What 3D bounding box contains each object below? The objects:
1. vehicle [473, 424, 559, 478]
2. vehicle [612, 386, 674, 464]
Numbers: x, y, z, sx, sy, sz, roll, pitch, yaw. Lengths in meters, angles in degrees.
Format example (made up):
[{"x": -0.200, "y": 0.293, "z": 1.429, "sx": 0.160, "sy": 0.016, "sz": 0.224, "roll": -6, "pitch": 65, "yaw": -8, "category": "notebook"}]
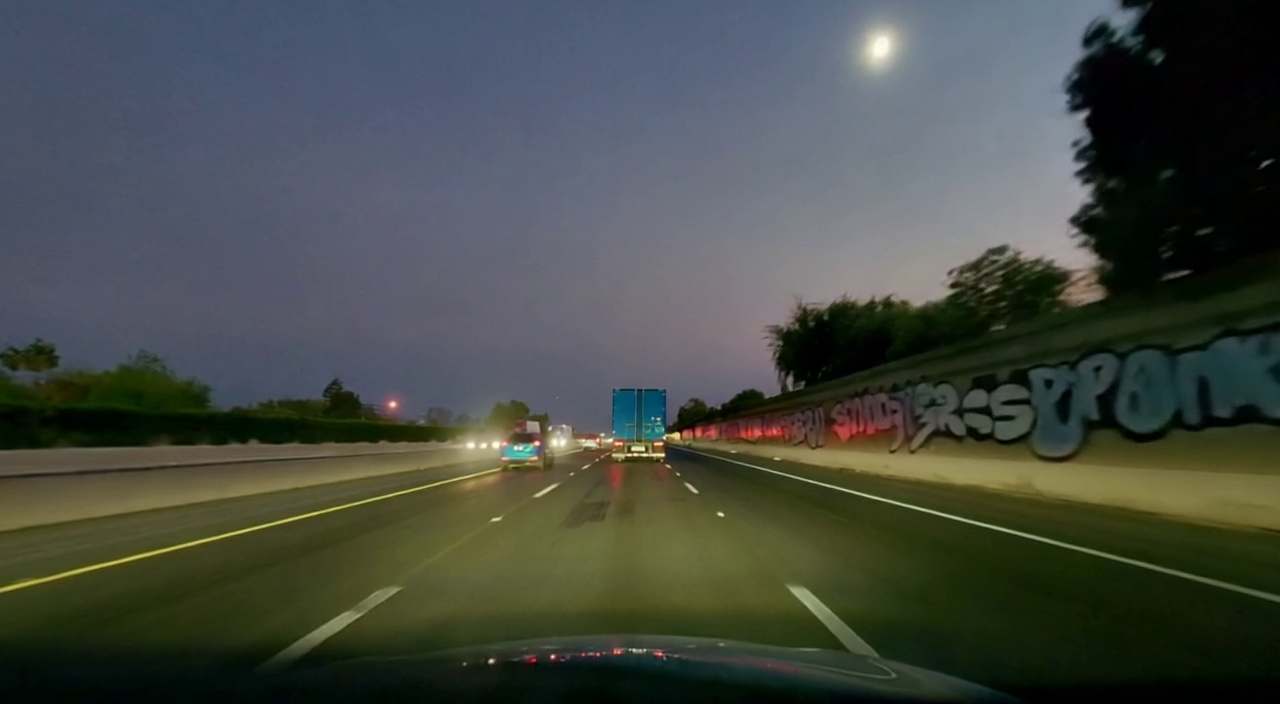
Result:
[{"x": -4.091, "y": 3.321, "z": 21.487, "sx": 2.058, "sy": 1.645, "sz": 4.130, "roll": 0, "pitch": -8, "yaw": 0, "category": "vehicle"}, {"x": 0.043, "y": 4.077, "z": 34.578, "sx": 2.927, "sy": 3.649, "sz": 9.443, "roll": 0, "pitch": -8, "yaw": -1, "category": "vehicle"}]
